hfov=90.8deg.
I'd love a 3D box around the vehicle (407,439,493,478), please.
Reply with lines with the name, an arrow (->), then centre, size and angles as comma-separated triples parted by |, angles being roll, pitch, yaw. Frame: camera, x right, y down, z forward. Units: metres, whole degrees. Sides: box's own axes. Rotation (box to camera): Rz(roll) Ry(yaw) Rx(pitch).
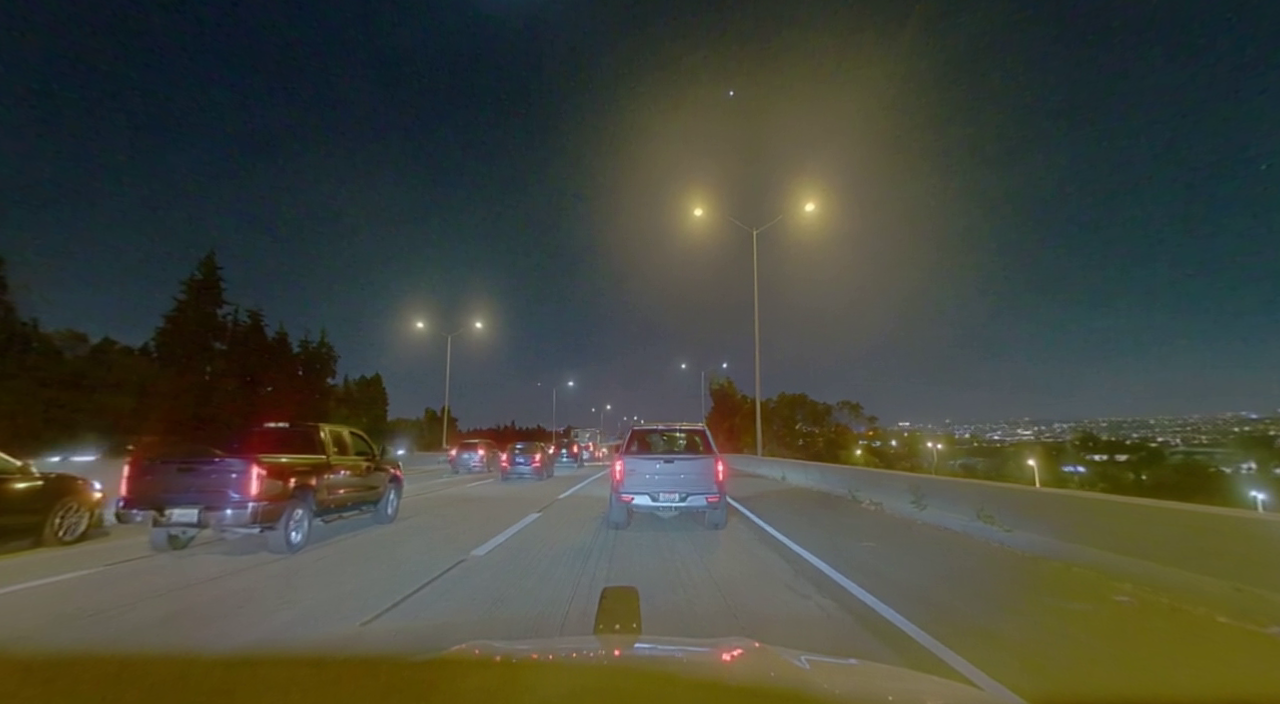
vehicle -> -7.745, 4.366, 26.205 | 1.925, 1.454, 4.270 | -1, -9, 5

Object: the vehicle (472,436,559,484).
vehicle -> -4.146, 3.675, 21.745 | 1.868, 1.470, 4.105 | -1, -9, 4

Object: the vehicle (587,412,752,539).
vehicle -> 0.469, 2.025, 10.912 | 2.235, 1.716, 4.435 | -1, -9, 2

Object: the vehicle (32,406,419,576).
vehicle -> -4.989, 1.727, 8.611 | 2.076, 1.688, 4.334 | -1, -9, 5
